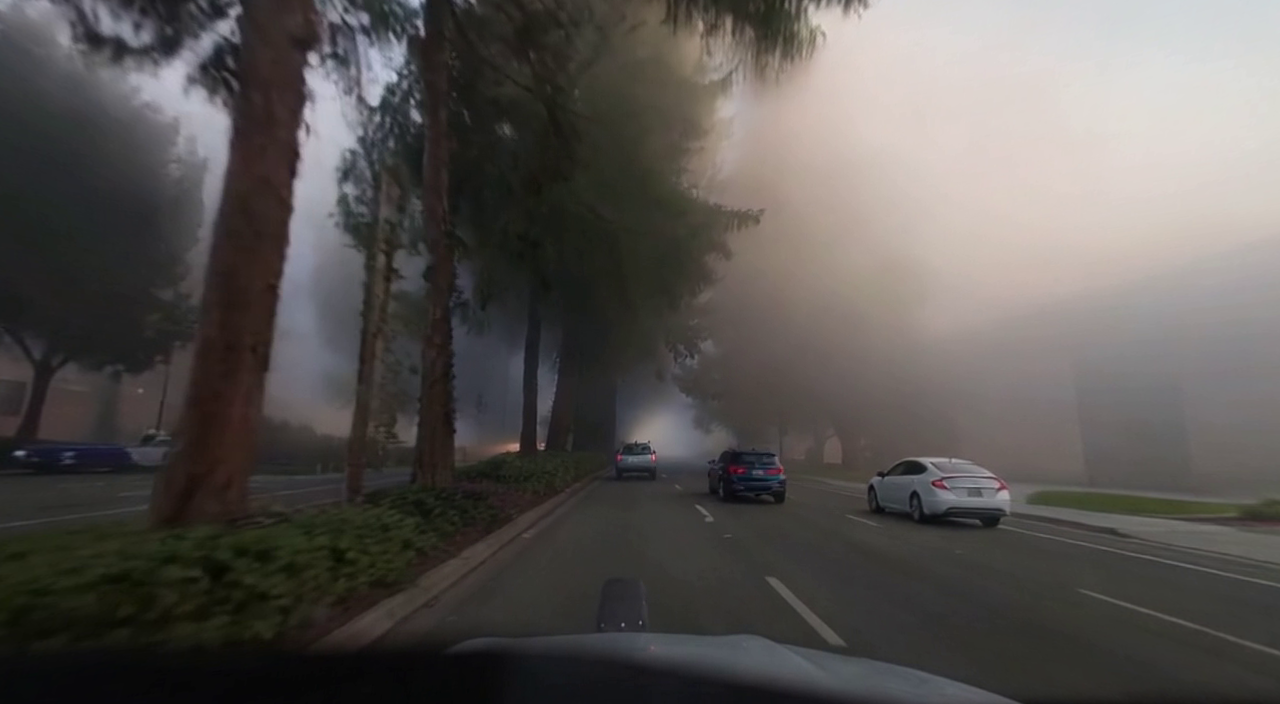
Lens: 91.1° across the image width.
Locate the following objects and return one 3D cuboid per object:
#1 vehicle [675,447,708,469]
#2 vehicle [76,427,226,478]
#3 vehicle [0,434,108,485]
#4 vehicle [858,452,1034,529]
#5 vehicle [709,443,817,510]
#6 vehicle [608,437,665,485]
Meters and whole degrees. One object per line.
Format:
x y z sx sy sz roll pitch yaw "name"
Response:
3.644 7.567 45.164 2.012 1.462 4.163 0 -8 -1 "vehicle"
-19.092 3.955 24.903 2.043 1.707 4.798 3 -9 -1 "vehicle"
-19.048 3.222 18.934 1.905 1.428 4.637 0 -8 0 "vehicle"
6.860 3.113 14.699 1.944 1.458 4.268 0 -8 0 "vehicle"
3.036 3.154 16.444 1.932 1.510 4.168 0 -8 -1 "vehicle"
-0.089 4.196 24.486 2.008 1.674 4.239 0 -8 1 "vehicle"
